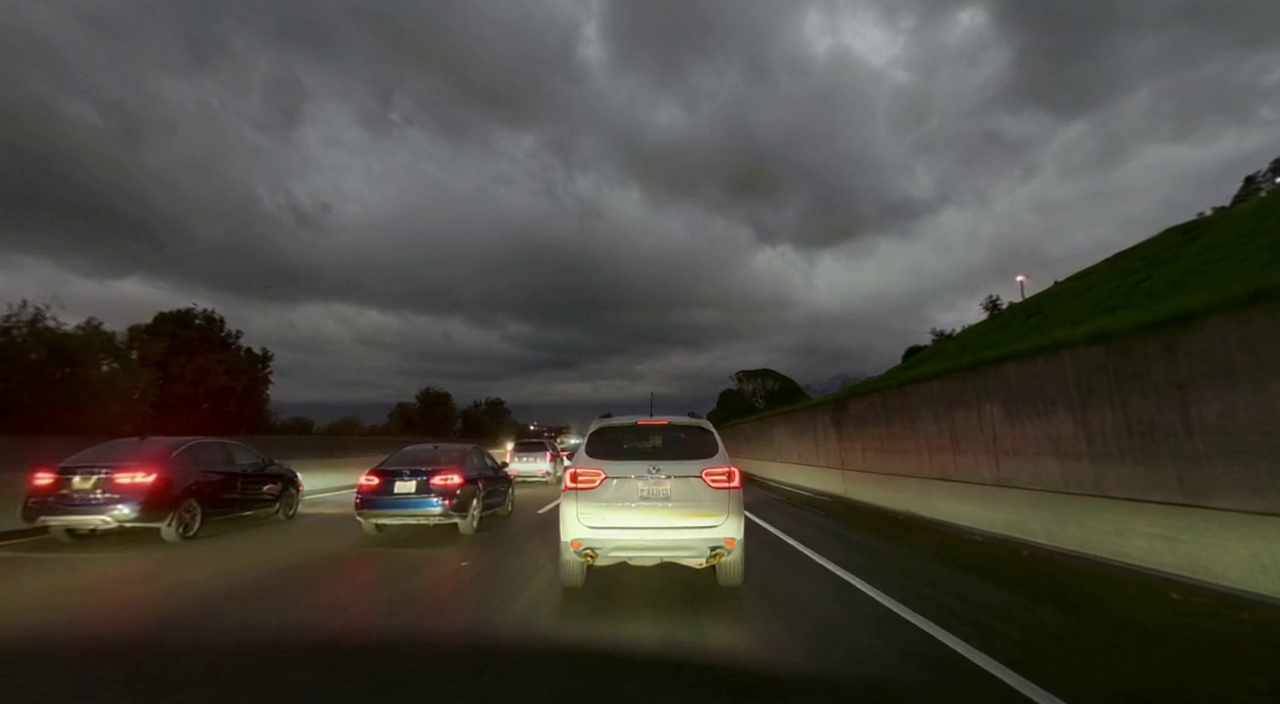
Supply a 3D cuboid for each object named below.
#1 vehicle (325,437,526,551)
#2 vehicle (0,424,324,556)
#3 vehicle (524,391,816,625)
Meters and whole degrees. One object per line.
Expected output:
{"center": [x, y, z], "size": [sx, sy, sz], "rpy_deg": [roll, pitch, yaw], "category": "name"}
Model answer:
{"center": [-3.243, 2.220, 10.508], "size": [1.917, 1.506, 3.949], "rpy_deg": [0, -9, 1], "category": "vehicle"}
{"center": [-7.477, 2.153, 10.544], "size": [1.986, 1.700, 4.558], "rpy_deg": [0, -9, 0], "category": "vehicle"}
{"center": [0.198, 1.592, 7.520], "size": [2.210, 1.760, 5.303], "rpy_deg": [0, -9, -1], "category": "vehicle"}
